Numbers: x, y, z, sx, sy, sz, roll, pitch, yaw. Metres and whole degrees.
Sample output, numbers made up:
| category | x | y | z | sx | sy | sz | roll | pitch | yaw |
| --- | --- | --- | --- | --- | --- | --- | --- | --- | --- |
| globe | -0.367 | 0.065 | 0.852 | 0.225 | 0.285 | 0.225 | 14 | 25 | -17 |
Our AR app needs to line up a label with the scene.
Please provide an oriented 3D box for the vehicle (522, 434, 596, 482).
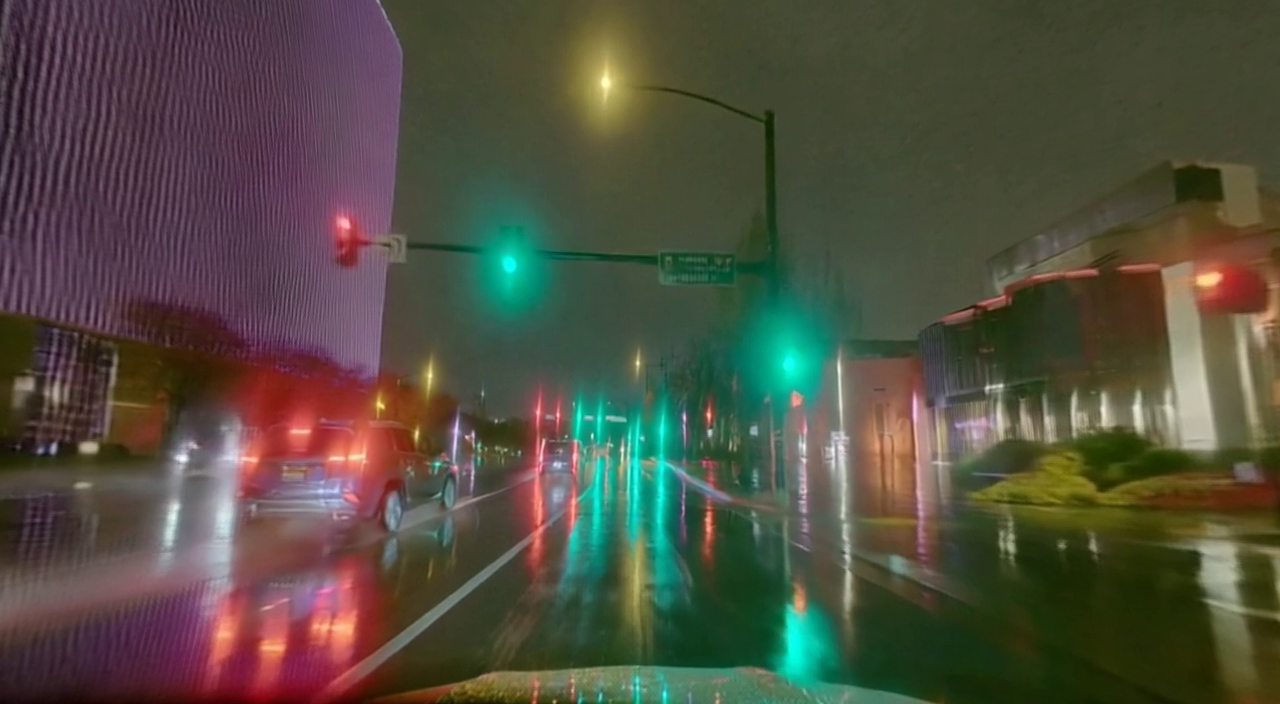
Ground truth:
| category | x | y | z | sx | sy | sz | roll | pitch | yaw |
| --- | --- | --- | --- | --- | --- | --- | --- | --- | --- |
| vehicle | -3.388 | 4.568 | 27.473 | 2.384 | 1.849 | 5.009 | 0 | -8 | 2 |

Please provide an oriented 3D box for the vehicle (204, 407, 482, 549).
| category | x | y | z | sx | sy | sz | roll | pitch | yaw |
| --- | --- | --- | --- | --- | --- | --- | --- | --- | --- |
| vehicle | -4.323 | 1.905 | 10.252 | 2.169 | 1.741 | 4.588 | 0 | -8 | 1 |

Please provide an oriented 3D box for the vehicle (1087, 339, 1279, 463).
| category | x | y | z | sx | sy | sz | roll | pitch | yaw |
| --- | --- | --- | --- | --- | --- | --- | --- | --- | --- |
| vehicle | 15.828 | 1.479 | 16.880 | 4.005 | 2.827 | 4.538 | 2 | -8 | -10 |

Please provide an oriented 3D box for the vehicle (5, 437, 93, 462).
| category | x | y | z | sx | sy | sz | roll | pitch | yaw |
| --- | --- | --- | --- | --- | --- | --- | --- | --- | --- |
| vehicle | -37.933 | 6.295 | 40.477 | 3.794 | 1.481 | 1.758 | 1 | -10 | 1 |
